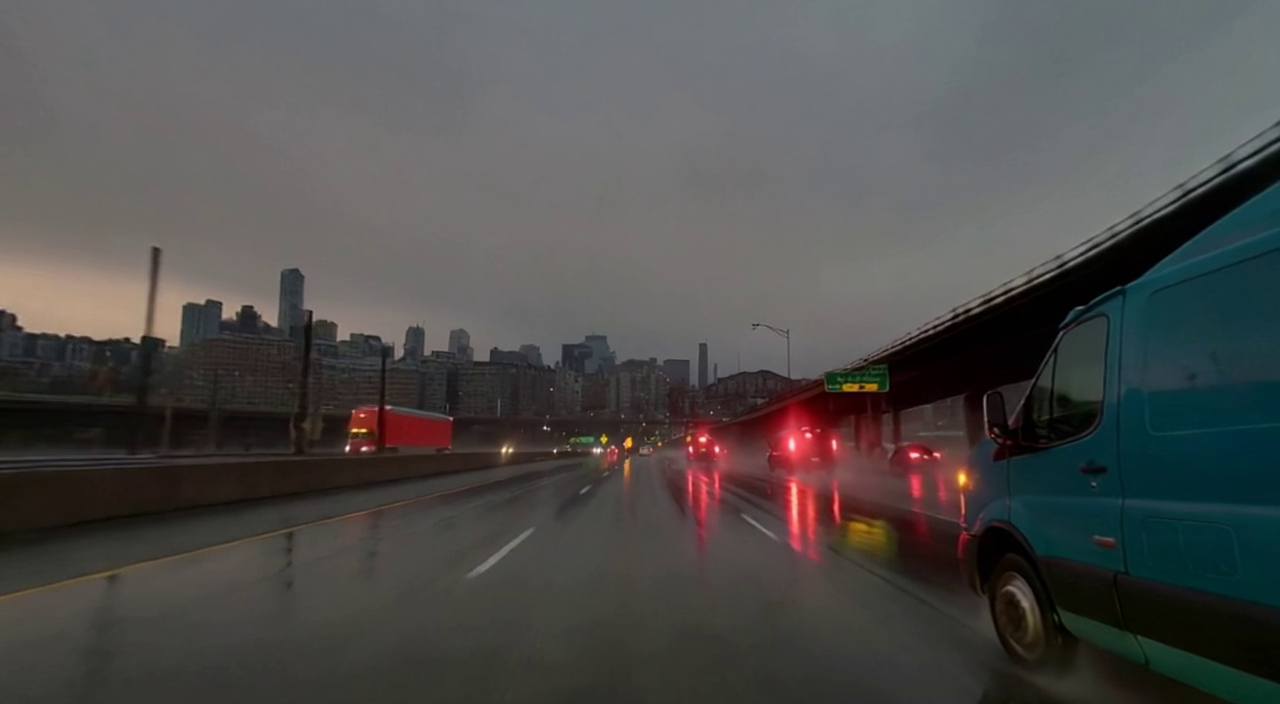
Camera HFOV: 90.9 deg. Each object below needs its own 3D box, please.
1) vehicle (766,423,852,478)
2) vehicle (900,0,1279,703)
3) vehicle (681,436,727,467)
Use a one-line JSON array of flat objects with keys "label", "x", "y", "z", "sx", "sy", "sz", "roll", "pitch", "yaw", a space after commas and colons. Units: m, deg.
[{"label": "vehicle", "x": 7.390, "y": 4.404, "z": 28.313, "sx": 2.301, "sy": 2.203, "sz": 5.419, "roll": 0, "pitch": -8, "yaw": 0}, {"label": "vehicle", "x": 3.210, "y": 0.131, "z": 1.140, "sx": 2.436, "sy": 2.745, "sz": 7.034, "roll": 0, "pitch": -8, "yaw": 0}, {"label": "vehicle", "x": 4.213, "y": 6.666, "z": 42.438, "sx": 2.464, "sy": 1.961, "sz": 5.520, "roll": 0, "pitch": -8, "yaw": -1}]
